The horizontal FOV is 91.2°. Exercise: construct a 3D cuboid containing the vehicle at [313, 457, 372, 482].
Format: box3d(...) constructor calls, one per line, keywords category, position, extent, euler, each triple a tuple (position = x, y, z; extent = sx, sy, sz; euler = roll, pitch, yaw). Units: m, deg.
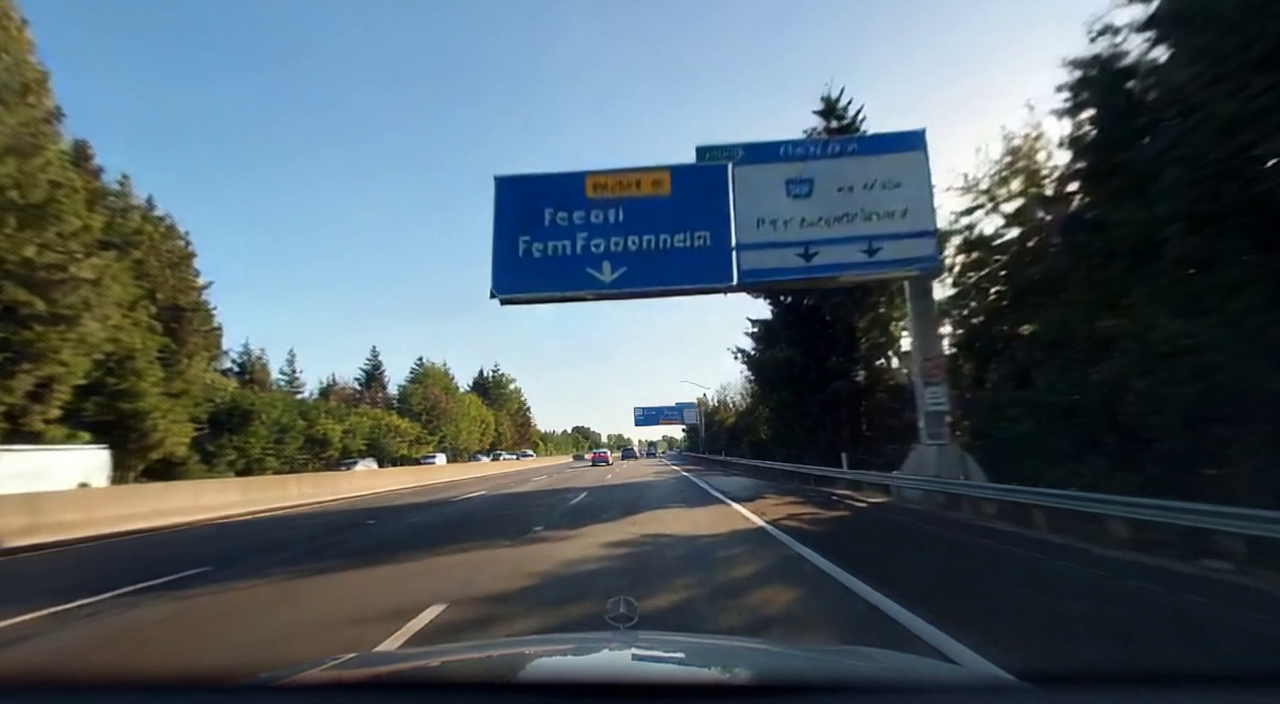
box3d(category="vehicle", position=(-19.349, 7.618, 40.902), extent=(1.800, 1.493, 3.928), euler=(0, -9, 2))
